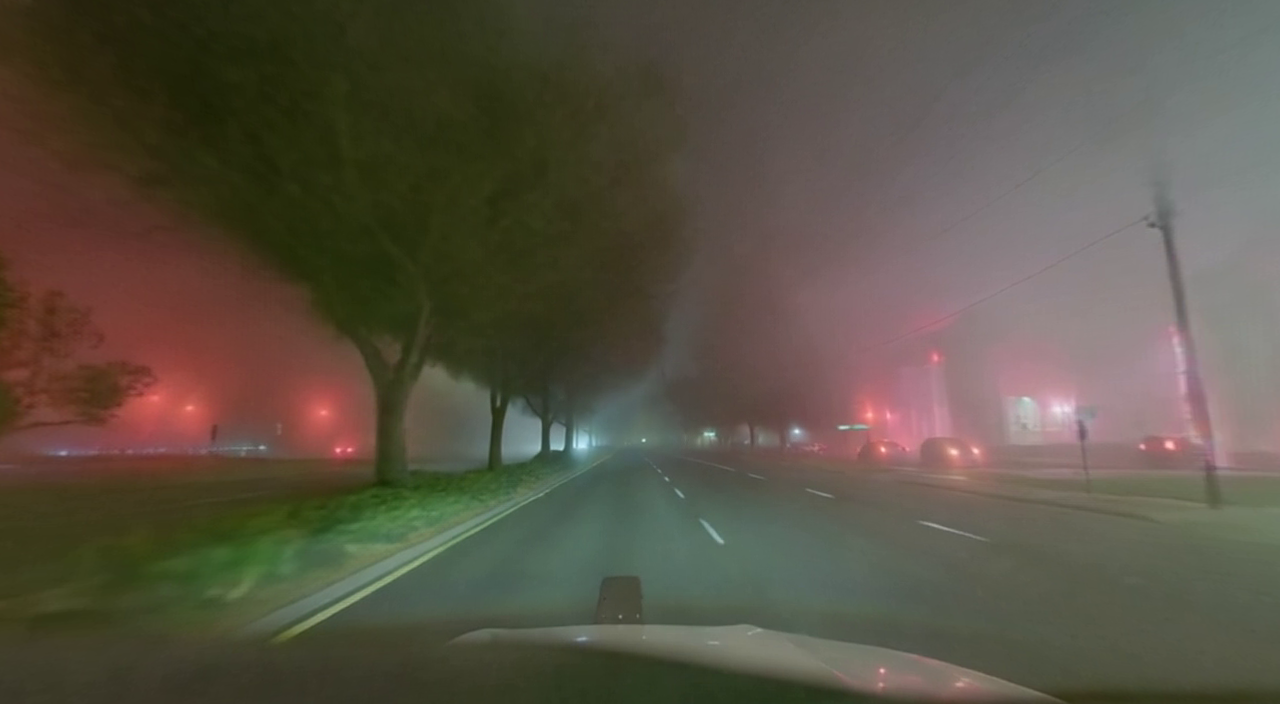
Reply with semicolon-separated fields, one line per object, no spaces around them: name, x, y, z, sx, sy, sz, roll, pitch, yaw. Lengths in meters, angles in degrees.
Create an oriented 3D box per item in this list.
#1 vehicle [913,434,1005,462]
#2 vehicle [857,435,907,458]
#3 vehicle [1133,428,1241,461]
vehicle;20.164;6.068;40.094;4.661;1.710;2.127;0;-8;-1
vehicle;18.725;7.353;49.016;1.947;1.667;4.347;0;-8;-3
vehicle;29.256;4.949;33.857;4.279;1.648;1.982;1;-9;-10
